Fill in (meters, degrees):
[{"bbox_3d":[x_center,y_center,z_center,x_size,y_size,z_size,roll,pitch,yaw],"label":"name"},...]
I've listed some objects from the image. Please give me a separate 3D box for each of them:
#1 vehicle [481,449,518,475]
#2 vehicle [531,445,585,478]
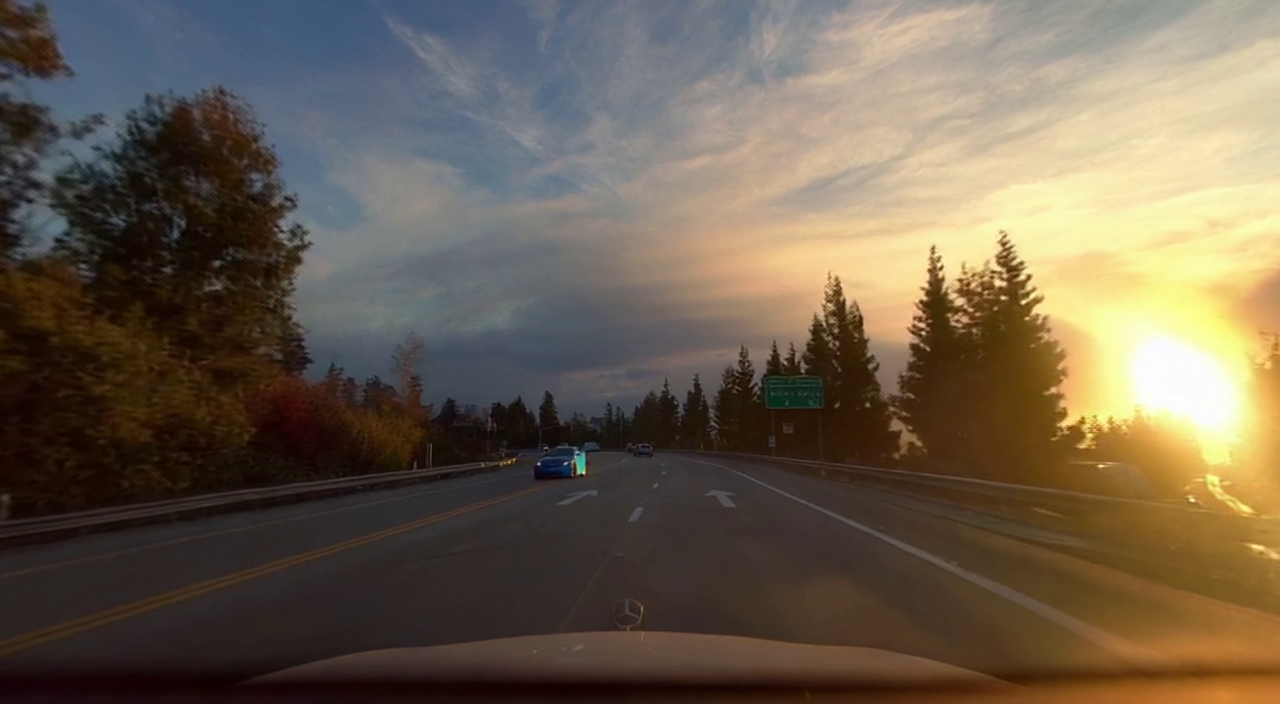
[{"bbox_3d":[-9.933,7.720,44.299,2.077,1.707,4.282,3,-9,-17],"label":"vehicle"},{"bbox_3d":[-4.398,5.957,34.550,2.095,1.678,4.421,-1,-9,4],"label":"vehicle"}]
